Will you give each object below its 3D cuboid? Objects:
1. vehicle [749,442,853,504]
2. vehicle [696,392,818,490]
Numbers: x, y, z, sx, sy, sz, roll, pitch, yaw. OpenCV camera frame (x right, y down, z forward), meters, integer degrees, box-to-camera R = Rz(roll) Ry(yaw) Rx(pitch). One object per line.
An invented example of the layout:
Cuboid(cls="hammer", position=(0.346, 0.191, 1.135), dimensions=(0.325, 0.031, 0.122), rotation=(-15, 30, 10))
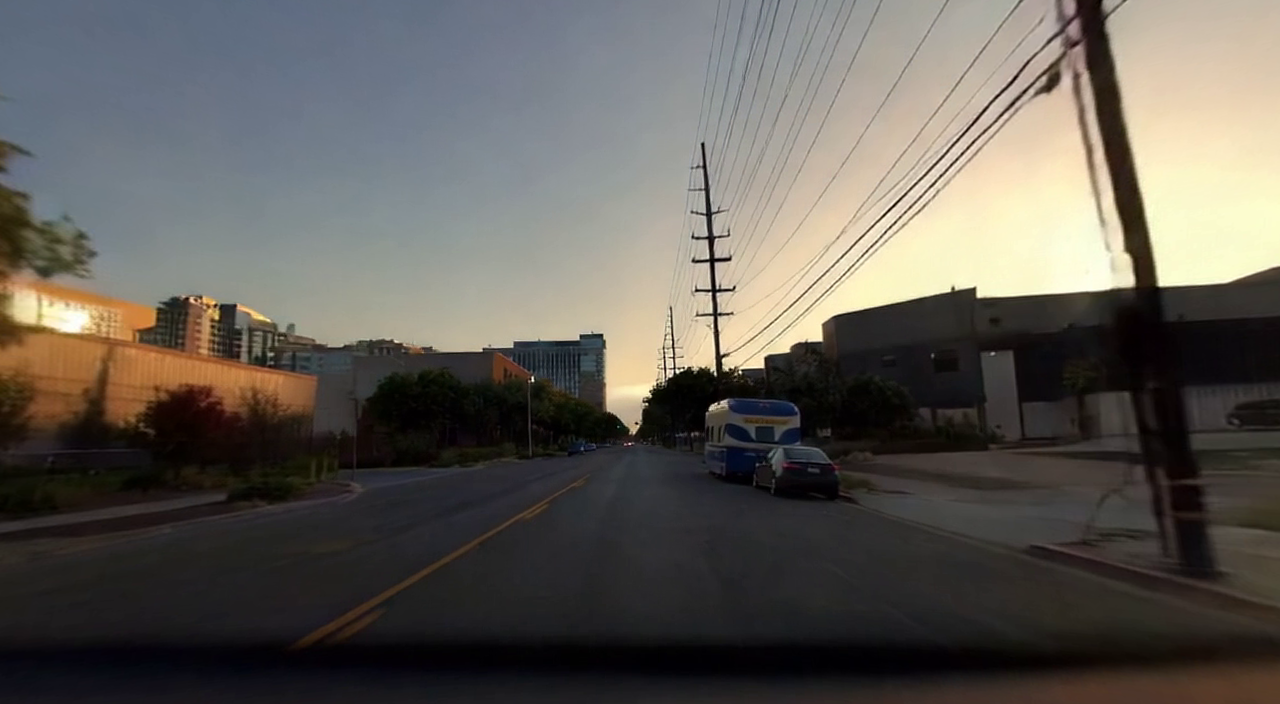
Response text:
Cuboid(cls="vehicle", position=(4.419, 3.353, 17.925), dimensions=(1.852, 1.497, 3.672), rotation=(-2, -8, -2))
Cuboid(cls="vehicle", position=(4.272, 3.606, 25.409), dimensions=(3.110, 3.241, 8.788), rotation=(0, -9, -1))
